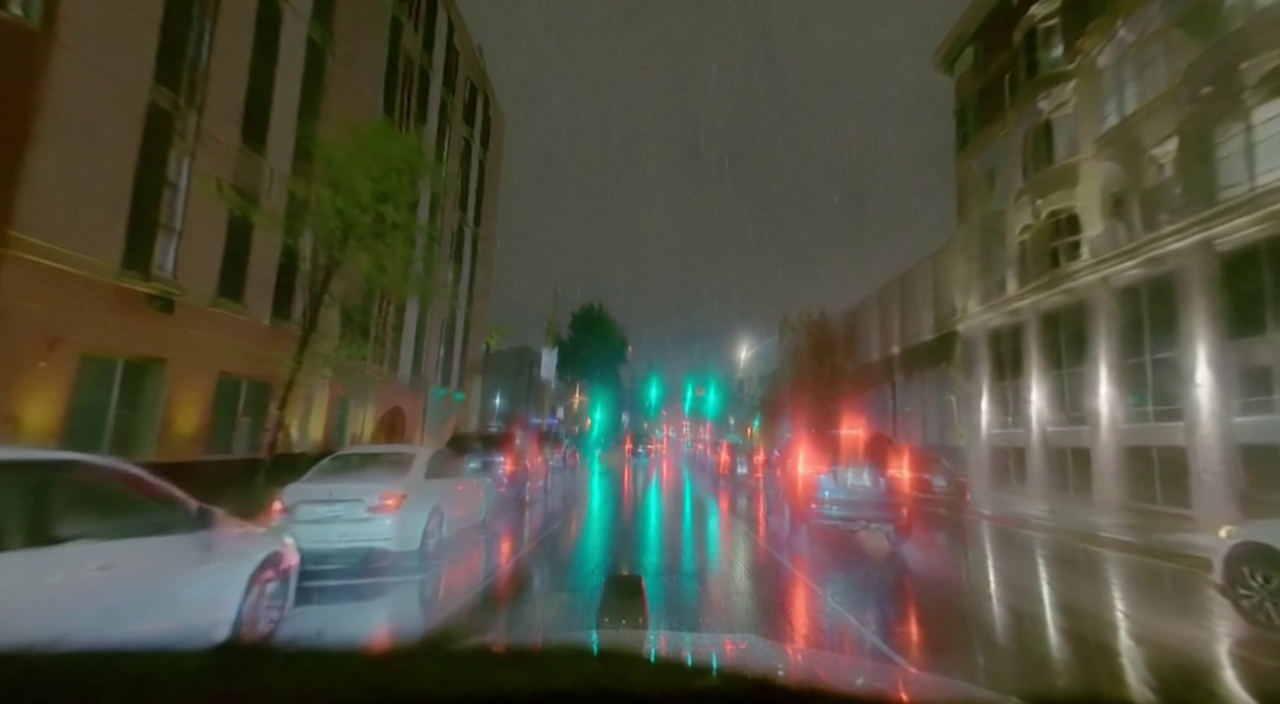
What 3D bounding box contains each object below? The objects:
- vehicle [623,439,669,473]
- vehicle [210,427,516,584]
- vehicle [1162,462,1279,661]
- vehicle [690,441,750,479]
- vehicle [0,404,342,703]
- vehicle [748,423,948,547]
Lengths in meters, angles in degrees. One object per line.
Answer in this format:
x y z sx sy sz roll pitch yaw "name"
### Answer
0.293 4.795 29.154 2.007 1.460 3.923 0 -8 1 "vehicle"
-3.038 1.766 8.111 1.926 1.456 4.313 0 -8 1 "vehicle"
6.354 1.643 4.347 1.913 1.624 4.116 0 -8 0 "vehicle"
3.376 4.635 27.241 1.966 1.475 4.528 0 -8 0 "vehicle"
-3.252 0.954 2.423 1.863 1.466 4.416 -1 -8 3 "vehicle"
3.302 2.204 11.109 2.002 1.707 4.547 0 -8 0 "vehicle"
